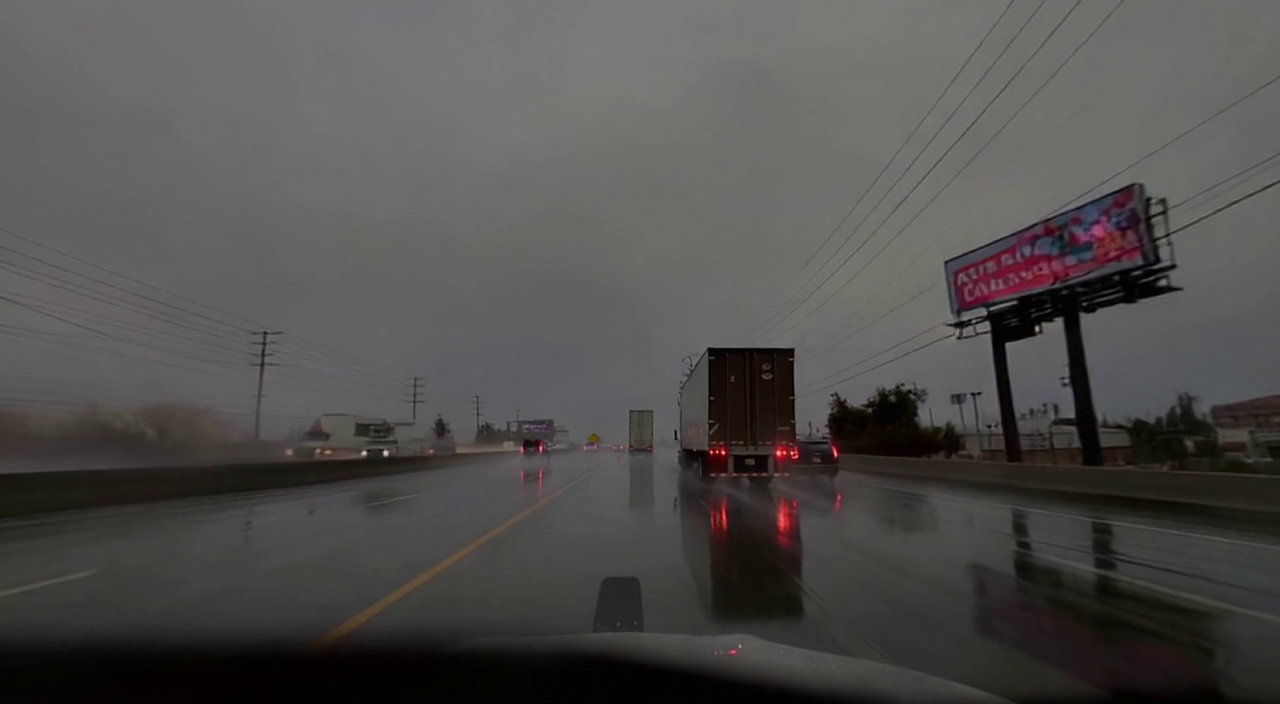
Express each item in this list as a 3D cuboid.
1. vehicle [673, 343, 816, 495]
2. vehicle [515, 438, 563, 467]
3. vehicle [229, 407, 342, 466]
[{"bbox_3d":[3.274,3.059,25.692,2.892,4.152,16.575,0,-9,0],"label":"vehicle"},{"bbox_3d":[-7.191,7.276,45.844,2.425,1.917,5.647,0,-9,2],"label":"vehicle"},{"bbox_3d":[-24.720,6.040,44.750,3.057,3.802,8.100,0,-9,1],"label":"vehicle"}]
